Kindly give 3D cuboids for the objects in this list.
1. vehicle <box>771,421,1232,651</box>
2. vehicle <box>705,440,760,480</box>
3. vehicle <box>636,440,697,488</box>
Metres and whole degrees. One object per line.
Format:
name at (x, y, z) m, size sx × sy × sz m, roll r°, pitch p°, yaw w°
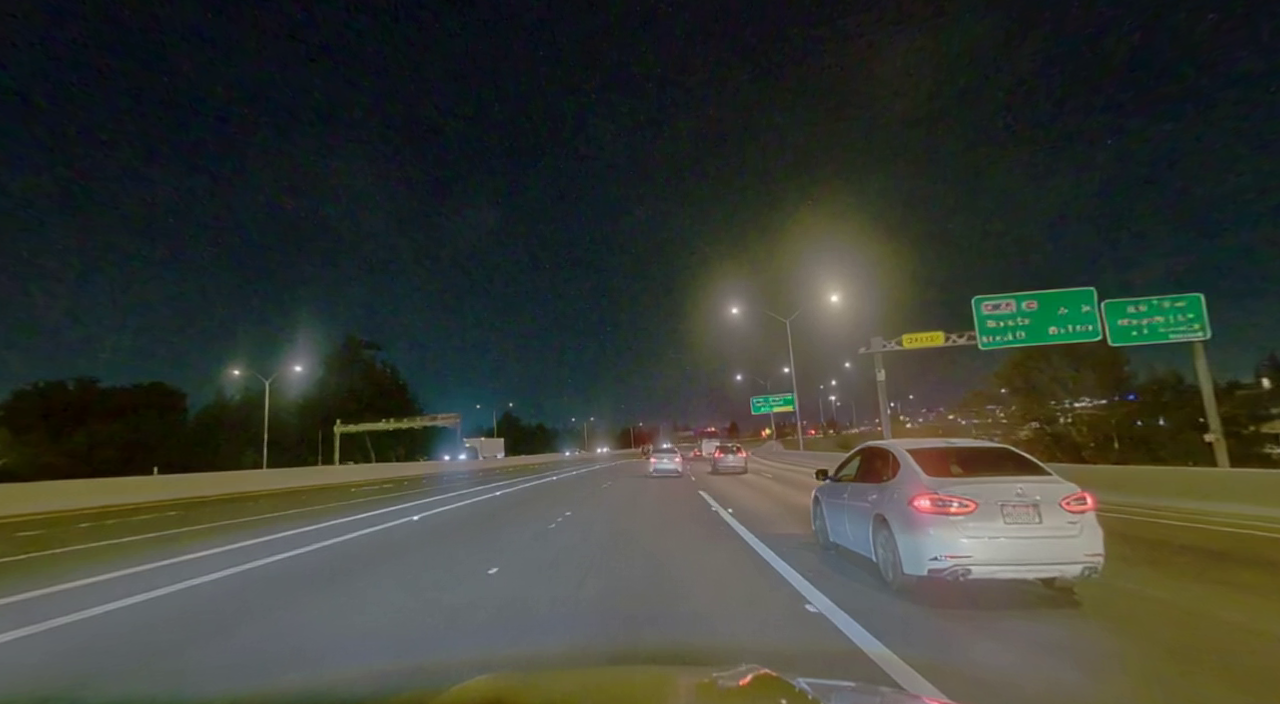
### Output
vehicle at (2.852, 1.559, 6.468) m, size 2.009 × 1.489 × 4.559 m, roll 0°, pitch -9°, yaw 0°
vehicle at (4.186, 4.965, 29.109) m, size 2.076 × 1.684 × 4.241 m, roll 0°, pitch -9°, yaw 3°
vehicle at (1.001, 4.132, 23.420) m, size 2.074 × 1.614 × 3.803 m, roll 0°, pitch -9°, yaw 3°
